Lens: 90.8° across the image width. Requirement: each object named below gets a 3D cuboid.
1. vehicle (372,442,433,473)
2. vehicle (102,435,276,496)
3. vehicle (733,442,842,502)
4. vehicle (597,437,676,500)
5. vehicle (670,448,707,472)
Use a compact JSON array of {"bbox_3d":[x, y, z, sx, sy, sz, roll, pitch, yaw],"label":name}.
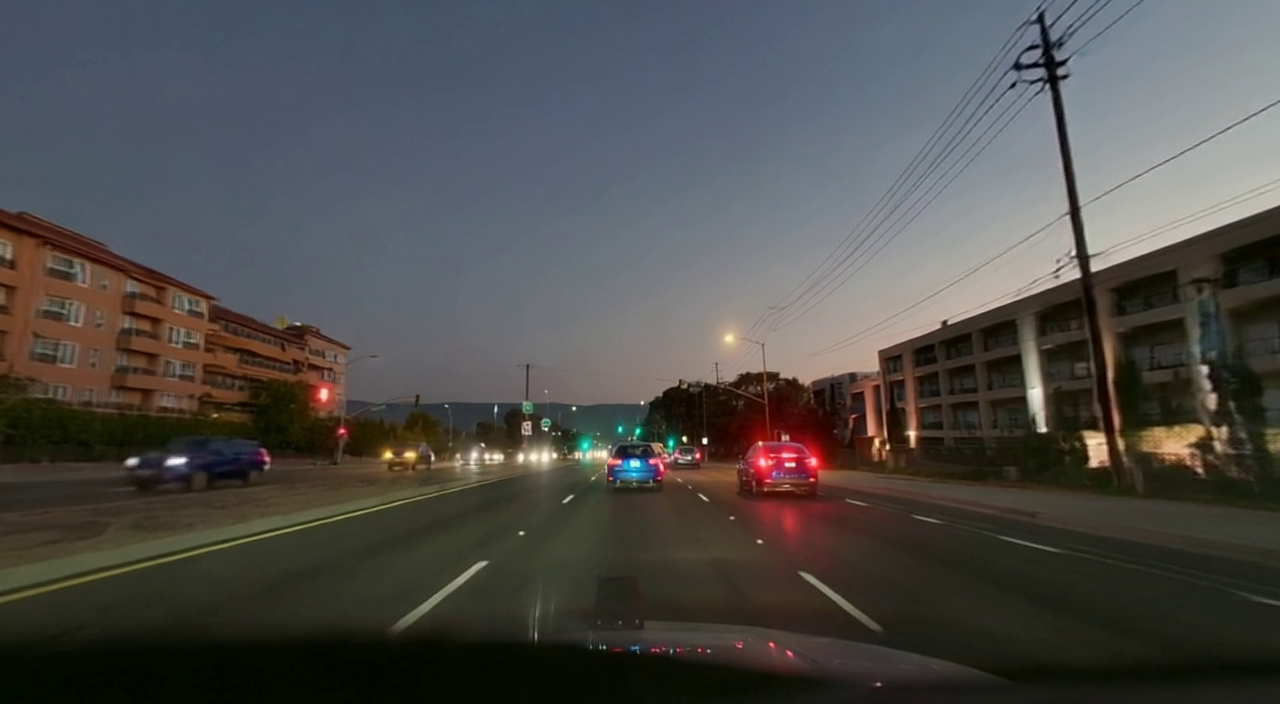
[{"bbox_3d":[-14.309,6.344,38.375,2.064,1.745,4.495,0,-8,-1],"label":"vehicle"},{"bbox_3d":[-13.549,3.407,19.421,1.982,1.639,4.553,0,-8,0],"label":"vehicle"},{"bbox_3d":[4.158,3.443,18.644,2.086,1.534,4.351,0,-8,-1],"label":"vehicle"},{"bbox_3d":[-0.132,3.334,18.522,2.073,1.606,3.933,0,-8,-1],"label":"vehicle"},{"bbox_3d":[3.120,7.045,41.508,2.054,1.461,4.321,0,-8,-1],"label":"vehicle"}]
